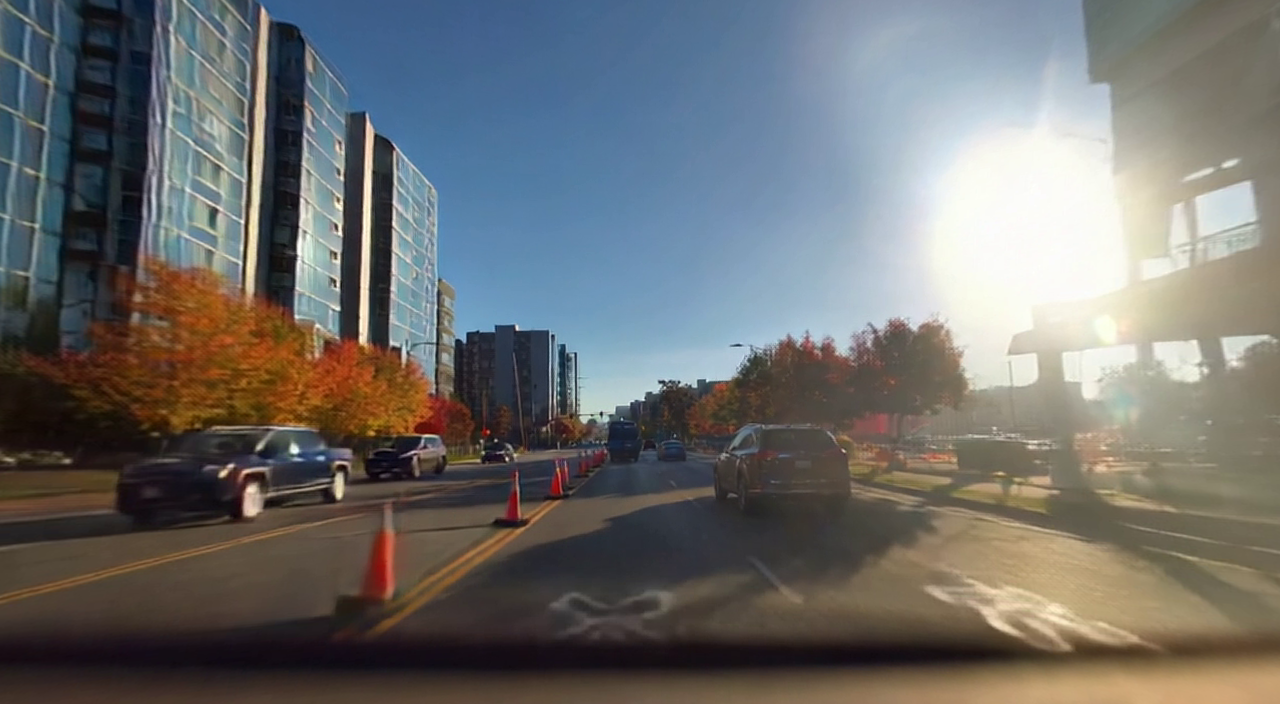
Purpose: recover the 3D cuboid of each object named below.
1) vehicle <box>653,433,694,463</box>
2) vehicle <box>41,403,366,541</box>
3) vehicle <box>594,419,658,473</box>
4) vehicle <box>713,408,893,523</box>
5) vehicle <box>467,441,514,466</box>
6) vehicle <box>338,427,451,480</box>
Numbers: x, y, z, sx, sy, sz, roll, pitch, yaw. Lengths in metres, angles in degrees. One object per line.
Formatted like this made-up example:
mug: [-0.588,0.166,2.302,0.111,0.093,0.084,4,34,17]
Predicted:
vehicle: [2.199,6.486,42.541,2.187,1.835,5.471,0,-8,-3]
vehicle: [-7.679,2.170,12.139,2.296,1.911,5.688,-2,-8,-1]
vehicle: [-0.701,4.578,30.572,2.762,2.309,6.723,0,-8,-2]
vehicle: [2.942,2.232,12.903,2.120,1.828,5.531,0,-8,-1]
vehicle: [-9.709,6.607,41.123,1.997,1.512,4.322,0,-8,1]
vehicle: [-9.788,4.109,25.571,2.192,1.923,4.970,-1,-9,5]
